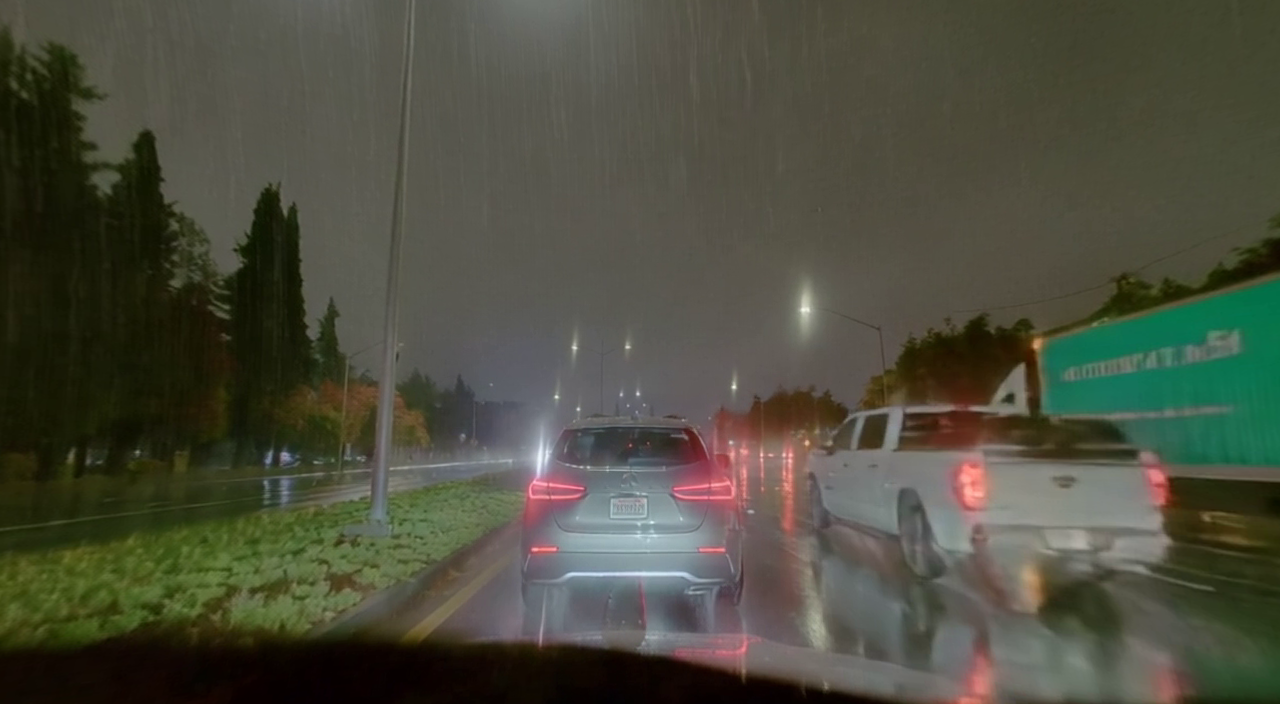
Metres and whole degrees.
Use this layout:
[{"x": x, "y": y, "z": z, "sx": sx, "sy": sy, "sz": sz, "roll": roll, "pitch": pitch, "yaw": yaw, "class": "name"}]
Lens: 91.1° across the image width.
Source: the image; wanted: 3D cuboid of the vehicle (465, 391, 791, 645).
[{"x": -0.090, "y": 1.414, "z": 6.321, "sx": 2.172, "sy": 1.694, "sz": 4.055, "roll": 0, "pitch": -8, "yaw": 0, "class": "vehicle"}]

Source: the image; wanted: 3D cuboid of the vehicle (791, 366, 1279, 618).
[{"x": 3.954, "y": 1.553, "z": 8.135, "sx": 2.440, "sy": 1.962, "sz": 6.363, "roll": 0, "pitch": -8, "yaw": 0, "class": "vehicle"}]
